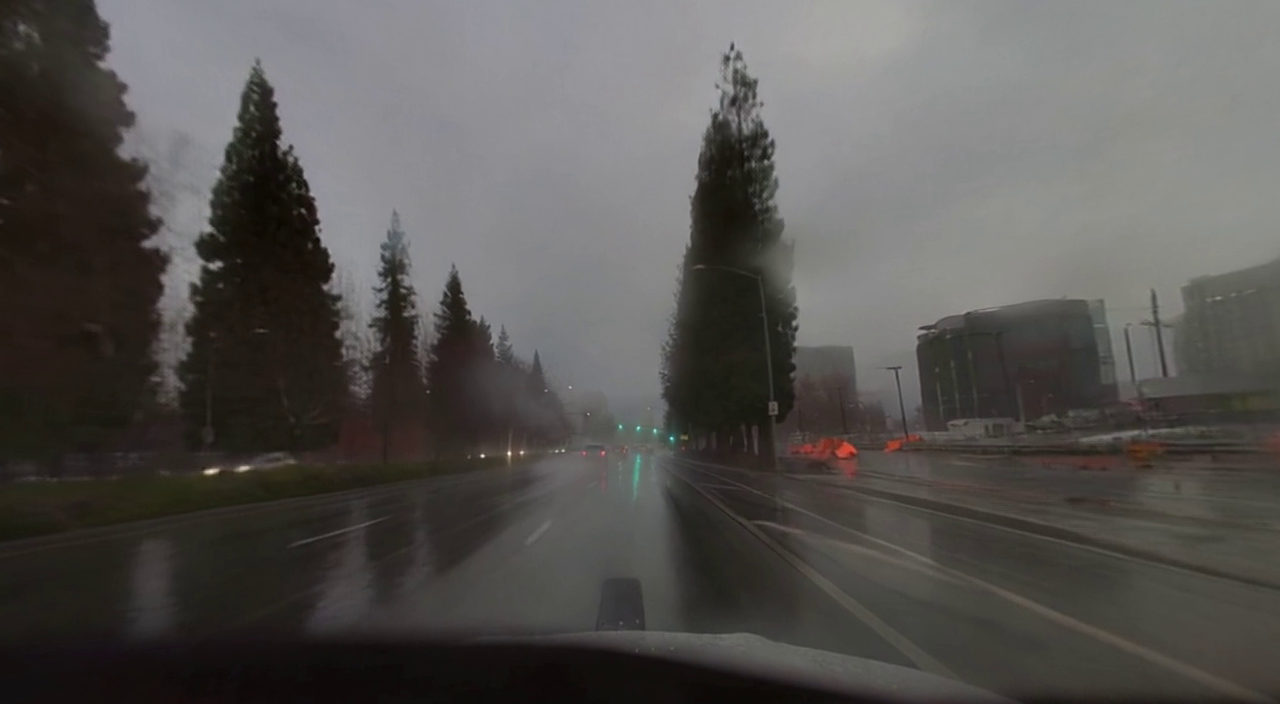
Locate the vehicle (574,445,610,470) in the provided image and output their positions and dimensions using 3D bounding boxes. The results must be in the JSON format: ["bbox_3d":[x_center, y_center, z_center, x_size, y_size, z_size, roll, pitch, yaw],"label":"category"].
[{"bbox_3d":[-3.327,7.356,44.434,2.121,1.654,3.993,0,-8,1],"label":"vehicle"}]

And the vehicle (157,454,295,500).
[{"bbox_3d":[-15.252,4.598,23.675,1.882,1.472,4.796,0,-8,1],"label":"vehicle"}]
